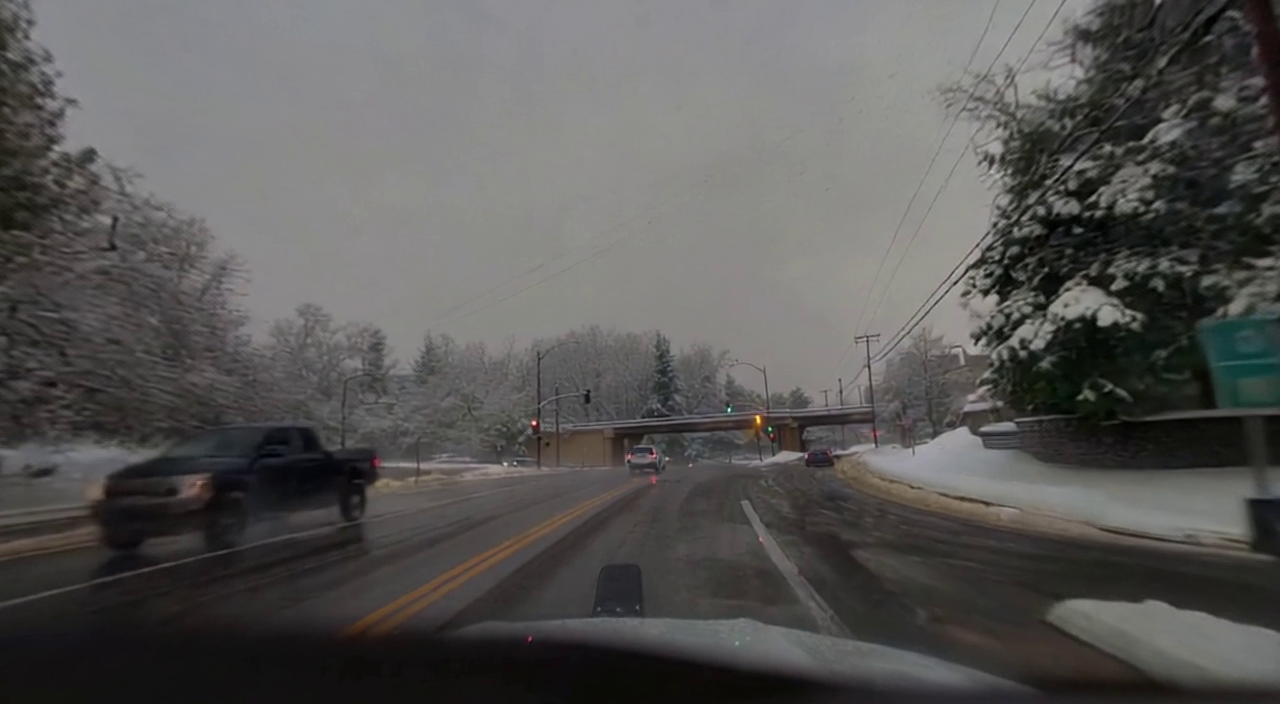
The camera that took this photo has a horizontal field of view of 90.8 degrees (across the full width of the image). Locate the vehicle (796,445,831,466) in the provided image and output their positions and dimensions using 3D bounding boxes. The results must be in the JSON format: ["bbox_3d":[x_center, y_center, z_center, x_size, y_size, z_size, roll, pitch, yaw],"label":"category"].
[{"bbox_3d":[12.917,7.669,46.902,2.058,1.475,4.587,-2,-9,20],"label":"vehicle"}]

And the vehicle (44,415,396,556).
[{"bbox_3d":[-6.850,2.235,11.458,2.177,1.871,5.550,0,-9,5],"label":"vehicle"}]

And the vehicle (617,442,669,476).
[{"bbox_3d":[0.221,5.388,31.925,1.997,1.542,4.202,0,-9,9],"label":"vehicle"}]
